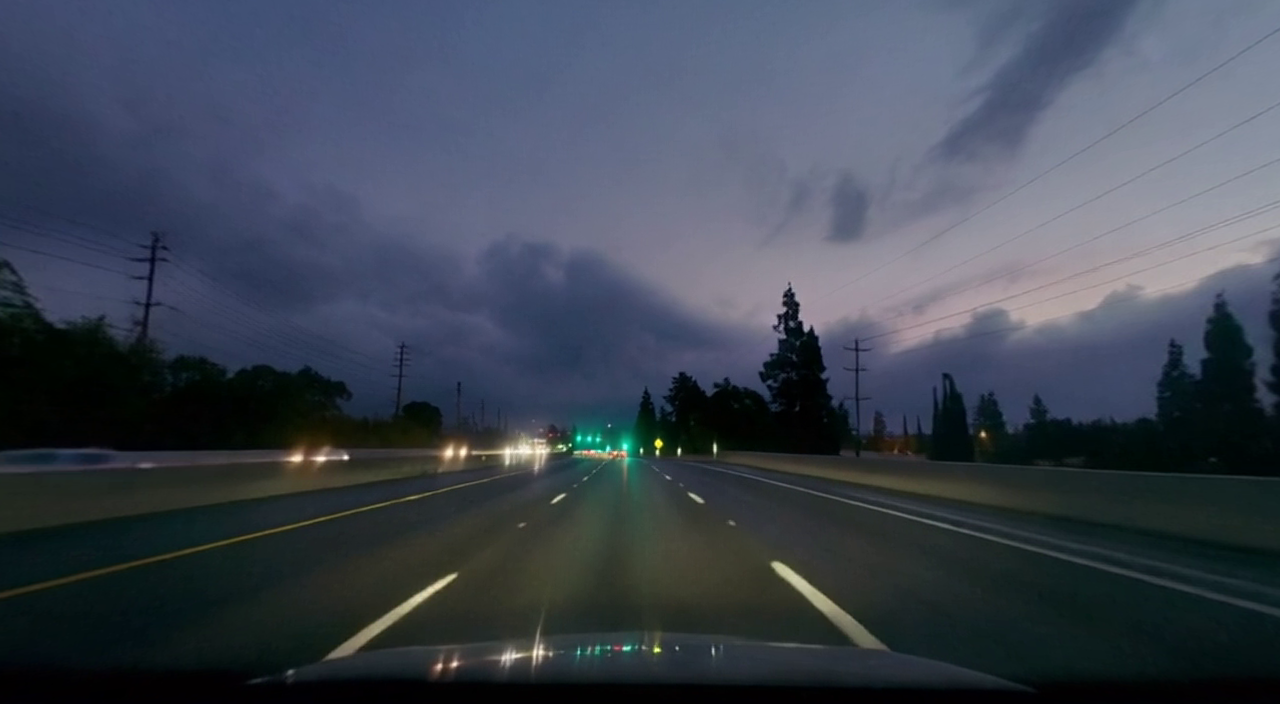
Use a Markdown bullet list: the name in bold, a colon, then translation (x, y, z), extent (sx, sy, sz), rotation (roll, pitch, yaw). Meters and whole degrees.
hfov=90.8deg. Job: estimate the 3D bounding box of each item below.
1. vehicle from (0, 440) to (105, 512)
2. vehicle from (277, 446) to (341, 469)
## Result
- **vehicle**: translation (-14.117, 2.580, 13.212), extent (1.914, 1.477, 4.524), rotation (0, -8, -1)
- **vehicle**: translation (-22.374, 7.157, 42.939), extent (1.947, 1.465, 4.594), rotation (0, -8, -2)
